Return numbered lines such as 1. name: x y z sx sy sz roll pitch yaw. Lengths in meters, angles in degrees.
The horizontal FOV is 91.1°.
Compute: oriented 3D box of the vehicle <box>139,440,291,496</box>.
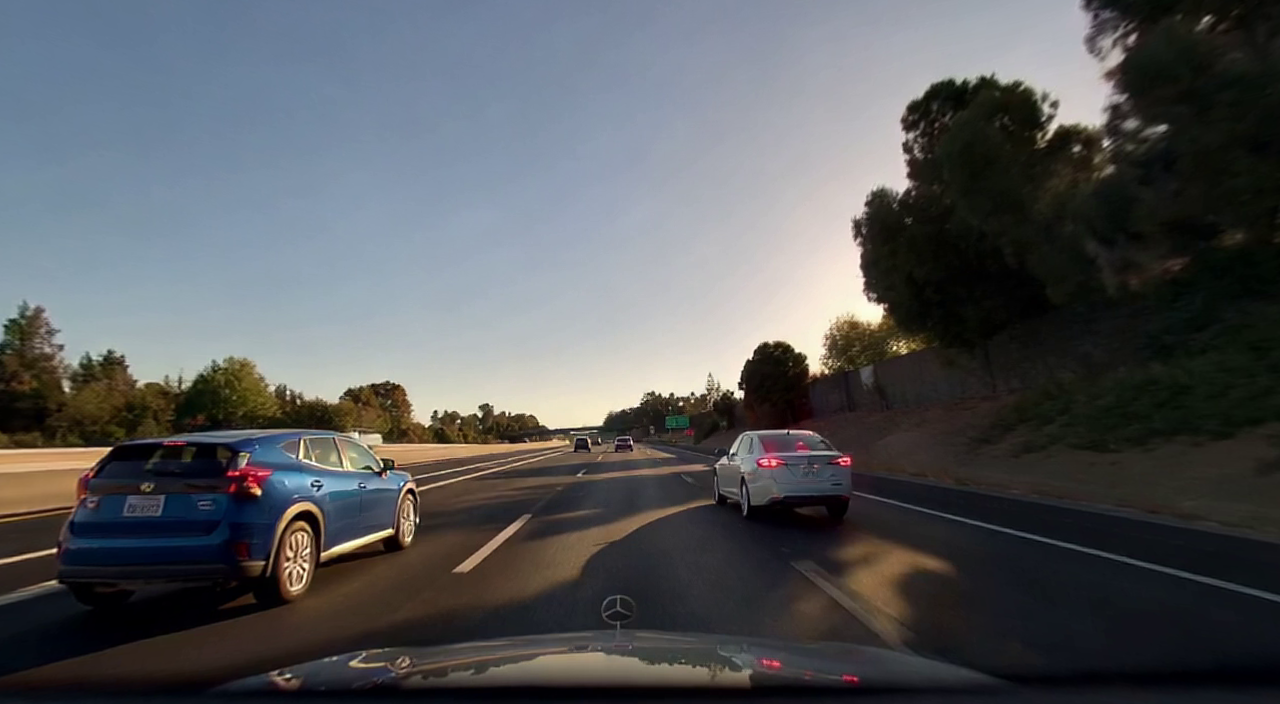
1. vehicle: -12.970 3.510 19.576 1.838 1.523 4.224 0 -8 -1
